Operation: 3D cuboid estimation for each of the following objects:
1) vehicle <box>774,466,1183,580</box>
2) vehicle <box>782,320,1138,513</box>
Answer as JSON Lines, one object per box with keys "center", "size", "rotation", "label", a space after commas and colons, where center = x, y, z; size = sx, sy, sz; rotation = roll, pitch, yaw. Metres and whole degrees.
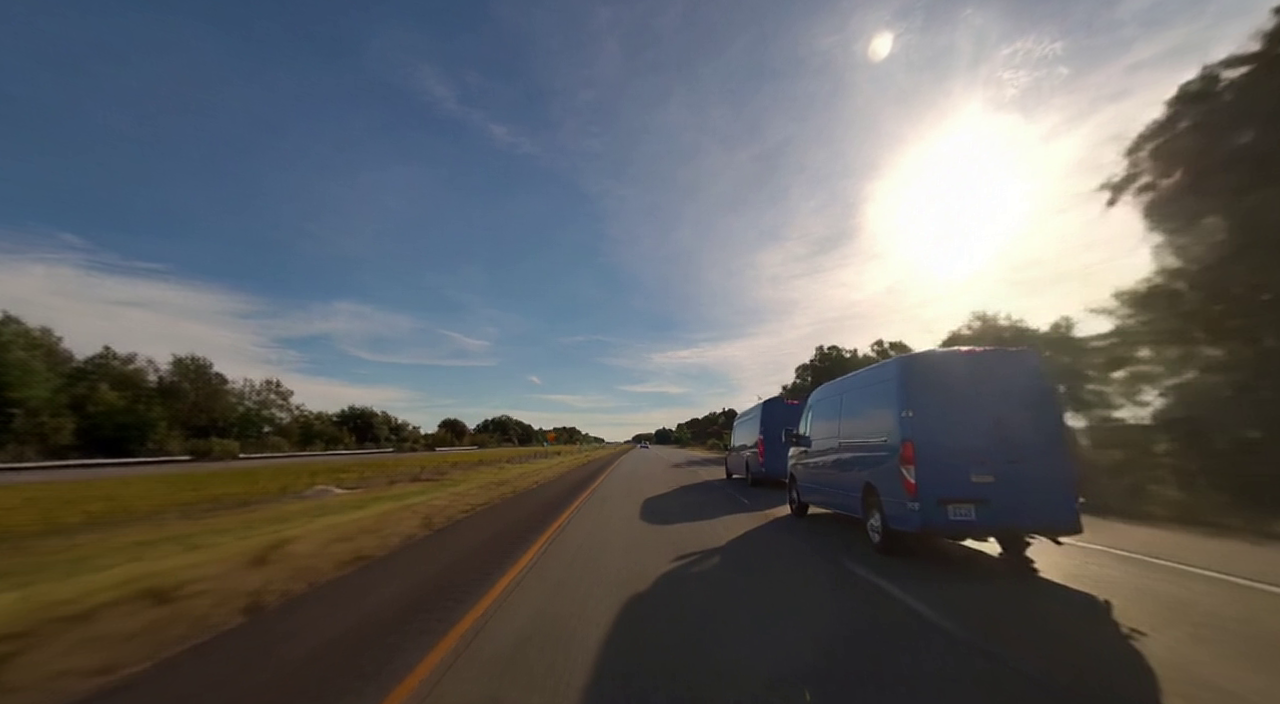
{"center": [4.010, 2.265, 9.420], "size": [2.702, 0.824, 6.391], "rotation": [0, -8, 1], "label": "vehicle"}
{"center": [4.059, 1.053, 9.623], "size": [2.444, 2.053, 5.616], "rotation": [-1, -8, 0], "label": "vehicle"}
